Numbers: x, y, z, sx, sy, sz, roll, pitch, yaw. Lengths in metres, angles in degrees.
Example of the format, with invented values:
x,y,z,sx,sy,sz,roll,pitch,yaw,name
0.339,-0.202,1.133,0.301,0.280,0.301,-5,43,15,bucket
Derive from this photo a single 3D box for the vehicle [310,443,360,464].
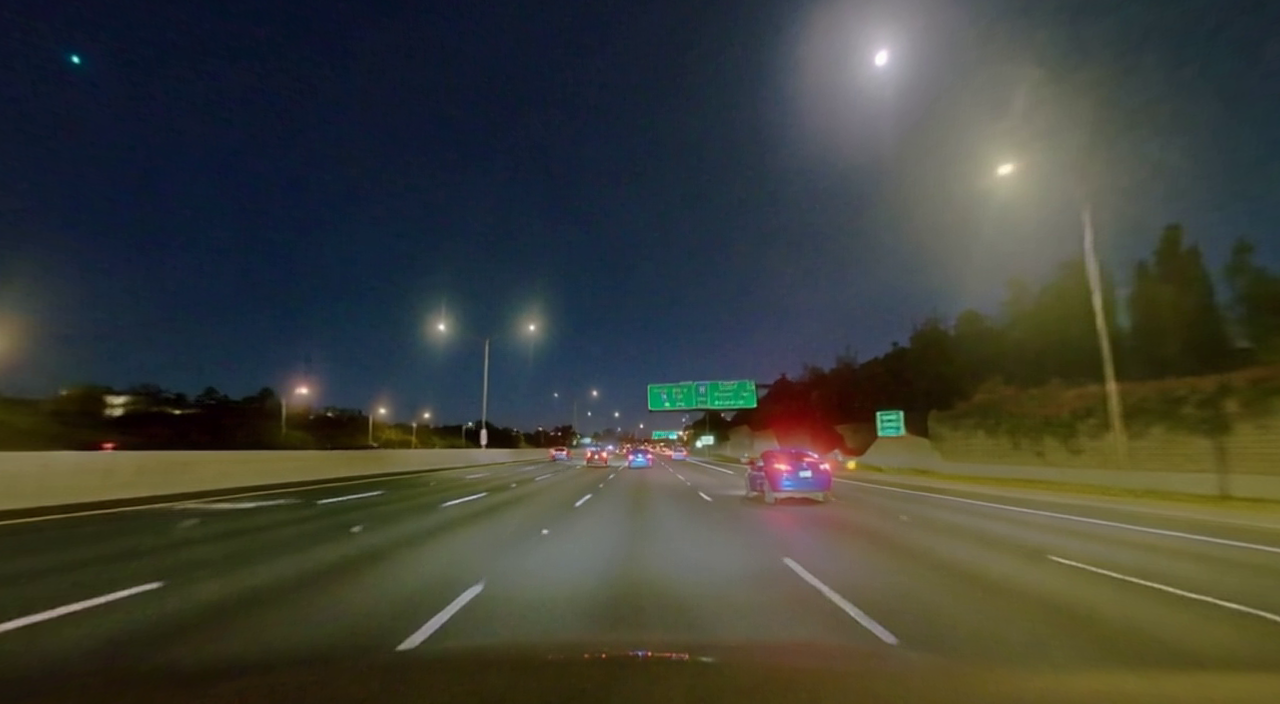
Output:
x,y,z,sx,sy,sz,roll,pitch,yaw,name
-22.999,7.669,47.608,1.734,1.524,3.833,0,-9,2,vehicle

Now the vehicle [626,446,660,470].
x,y,z,sx,sy,sz,roll,pitch,yaw,name
0.182,7.070,42.176,2.166,1.496,4.158,0,-9,0,vehicle

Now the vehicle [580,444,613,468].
x,y,z,sx,sy,sz,roll,pitch,yaw,name
-3.203,7.731,47.096,2.091,1.664,4.157,0,-9,1,vehicle

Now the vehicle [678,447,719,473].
x,y,z,sx,sy,sz,roll,pitch,yaw,name
3.515,6.549,38.439,2.036,1.517,4.256,0,-9,-1,vehicle

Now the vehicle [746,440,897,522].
x,y,z,sx,sy,sz,roll,pitch,yaw,name
3.816,2.779,14.205,2.077,1.527,4.553,0,-9,0,vehicle
